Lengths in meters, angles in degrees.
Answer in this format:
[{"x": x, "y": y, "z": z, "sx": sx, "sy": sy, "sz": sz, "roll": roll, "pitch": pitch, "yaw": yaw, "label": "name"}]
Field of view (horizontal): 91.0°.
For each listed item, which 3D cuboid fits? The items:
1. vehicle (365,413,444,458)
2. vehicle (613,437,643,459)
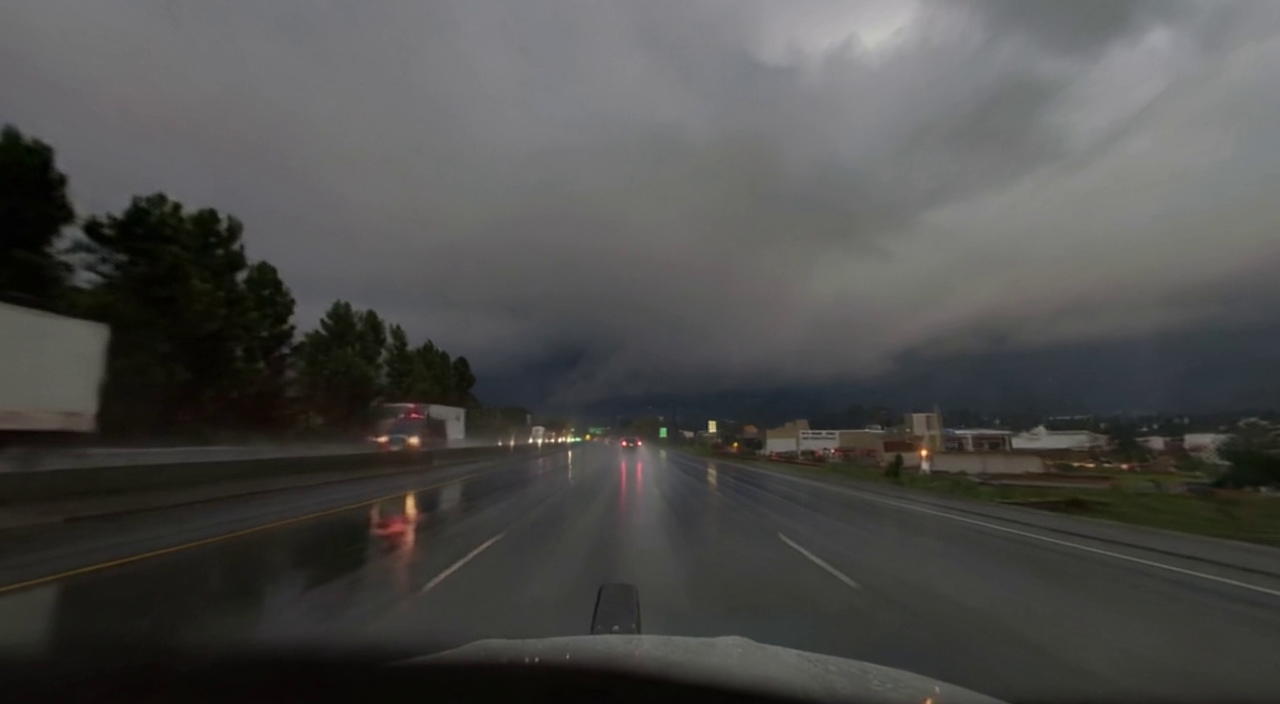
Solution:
[{"x": -13.096, "y": 4.753, "z": 35.540, "sx": 2.372, "sy": 2.286, "sz": 5.793, "roll": 0, "pitch": -8, "yaw": -2, "label": "vehicle"}, {"x": -0.945, "y": 7.060, "z": 46.402, "sx": 2.099, "sy": 1.504, "sz": 3.843, "roll": 0, "pitch": -8, "yaw": -2, "label": "vehicle"}]
